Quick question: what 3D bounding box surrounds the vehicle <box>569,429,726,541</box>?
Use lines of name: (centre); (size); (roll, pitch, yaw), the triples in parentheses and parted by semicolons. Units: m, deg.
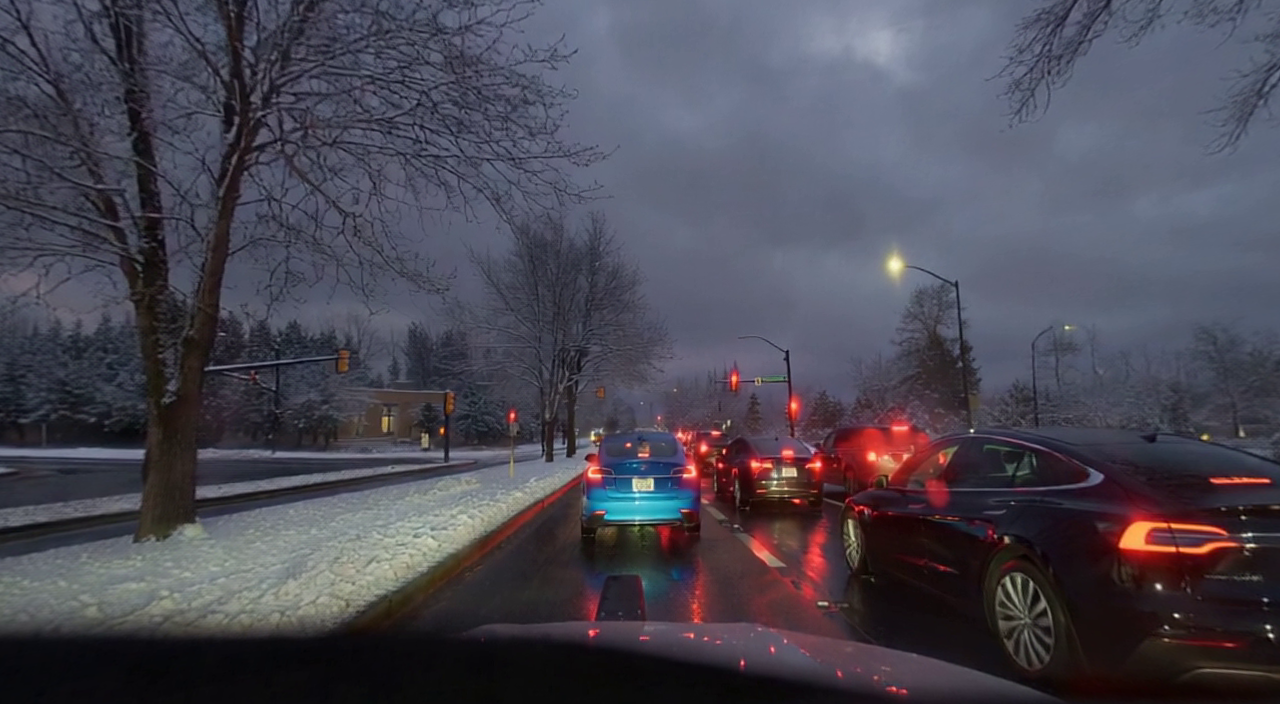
vehicle: (0.021, 2.134, 10.821); (2.147, 1.499, 4.240); (0, -8, -2)

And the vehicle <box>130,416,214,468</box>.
vehicle: (-29.299, 5.654, 39.688); (2.608, 2.990, 3.026); (2, -8, 2)

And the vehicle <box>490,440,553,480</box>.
vehicle: (-4.647, 4.307, 25.407); (1.972, 1.457, 4.171); (0, -8, -4)

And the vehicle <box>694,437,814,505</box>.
vehicle: (2.687, 2.931, 16.029); (2.058, 1.466, 4.208); (0, -8, -3)

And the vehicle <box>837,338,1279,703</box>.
vehicle: (3.191, 1.105, 4.306); (2.167, 1.676, 4.443); (0, -8, -1)
